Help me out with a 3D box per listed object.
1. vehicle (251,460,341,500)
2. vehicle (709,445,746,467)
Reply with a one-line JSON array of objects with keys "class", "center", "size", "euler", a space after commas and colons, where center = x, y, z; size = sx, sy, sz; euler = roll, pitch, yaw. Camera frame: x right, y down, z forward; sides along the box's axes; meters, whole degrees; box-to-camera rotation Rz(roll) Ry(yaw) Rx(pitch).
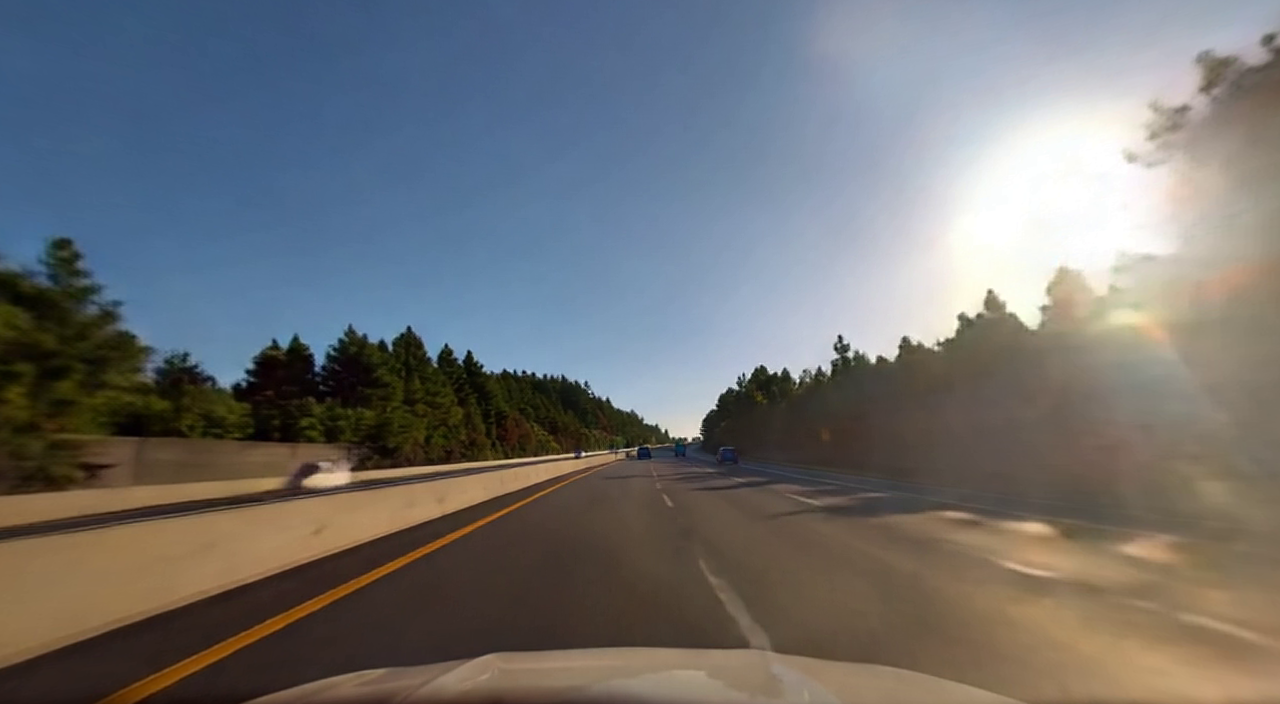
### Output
[{"class": "vehicle", "center": [-16.101, 5.986, 29.777], "size": [1.941, 1.699, 4.056], "euler": [0, -9, 0]}, {"class": "vehicle", "center": [6.502, 7.804, 47.223], "size": [2.175, 1.574, 3.943], "euler": [0, -9, -1]}]
